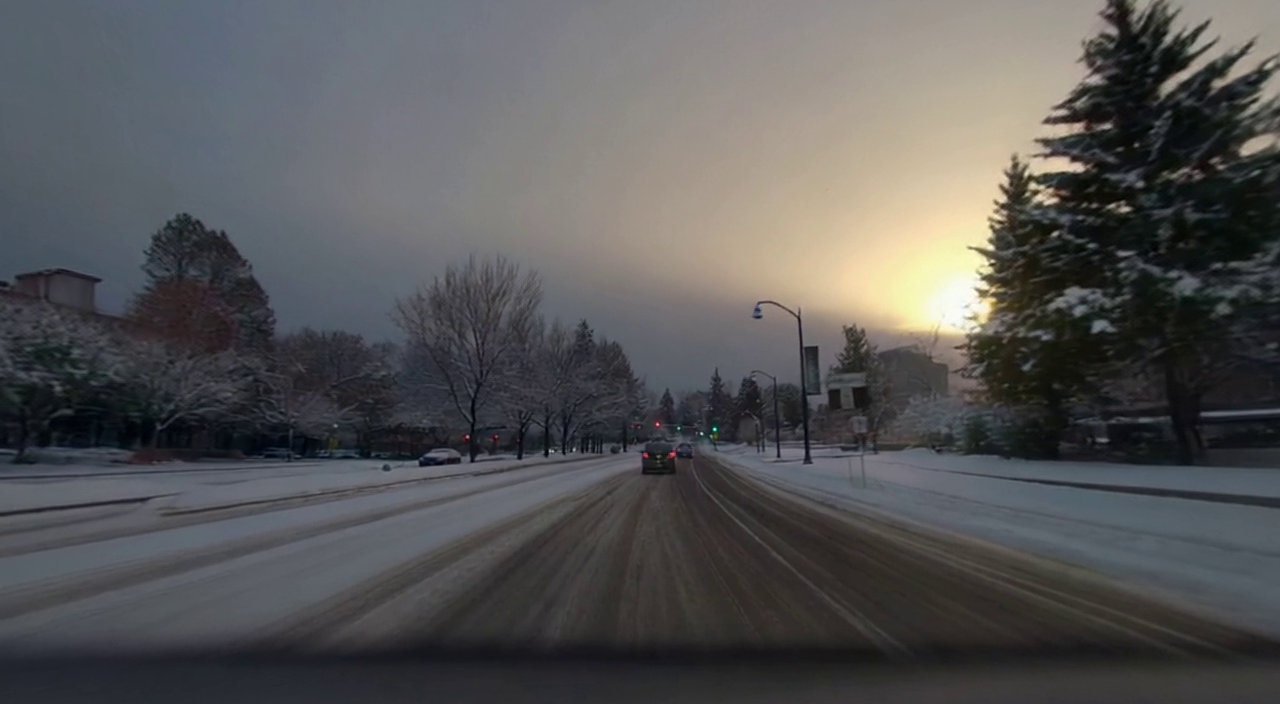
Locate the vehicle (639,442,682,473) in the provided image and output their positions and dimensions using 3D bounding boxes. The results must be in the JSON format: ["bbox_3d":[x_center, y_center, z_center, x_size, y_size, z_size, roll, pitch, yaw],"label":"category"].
[{"bbox_3d":[1.089,5.572,33.633,2.133,1.481,4.276,-1,-8,2],"label":"vehicle"}]
